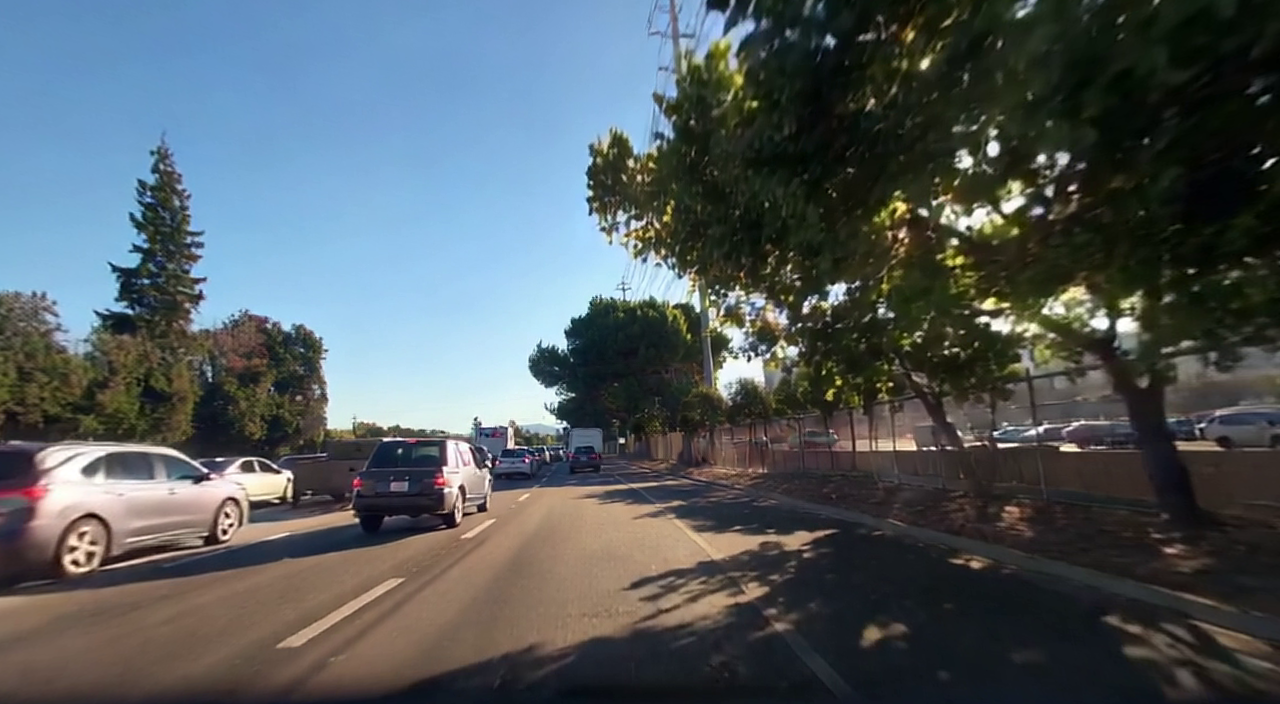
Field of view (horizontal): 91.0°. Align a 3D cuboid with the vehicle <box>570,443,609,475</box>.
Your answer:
[{"bbox_3d":[-2.876,5.993,35.581,2.055,1.671,4.147,1,-8,-6],"label":"vehicle"}]

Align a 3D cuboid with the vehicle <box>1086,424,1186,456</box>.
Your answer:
[{"bbox_3d":[36.779,6.551,46.761,5.472,2.276,2.302,1,-8,-2],"label":"vehicle"}]

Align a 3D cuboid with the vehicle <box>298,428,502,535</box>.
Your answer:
[{"bbox_3d":[-4.359,2.423,12.500,2.388,1.692,4.684,0,-8,-3],"label":"vehicle"}]

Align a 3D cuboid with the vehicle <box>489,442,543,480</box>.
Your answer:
[{"bbox_3d":[-5.952,5.271,30.724,2.057,1.673,4.934,1,-8,-5],"label":"vehicle"}]

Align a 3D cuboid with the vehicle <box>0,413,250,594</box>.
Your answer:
[{"bbox_3d":[-7.324,1.750,7.974,2.065,1.739,4.367,0,-8,-2],"label":"vehicle"}]

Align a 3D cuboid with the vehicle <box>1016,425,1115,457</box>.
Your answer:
[{"bbox_3d":[29.636,6.226,43.891,5.535,2.130,2.145,1,-9,-7],"label":"vehicle"}]
